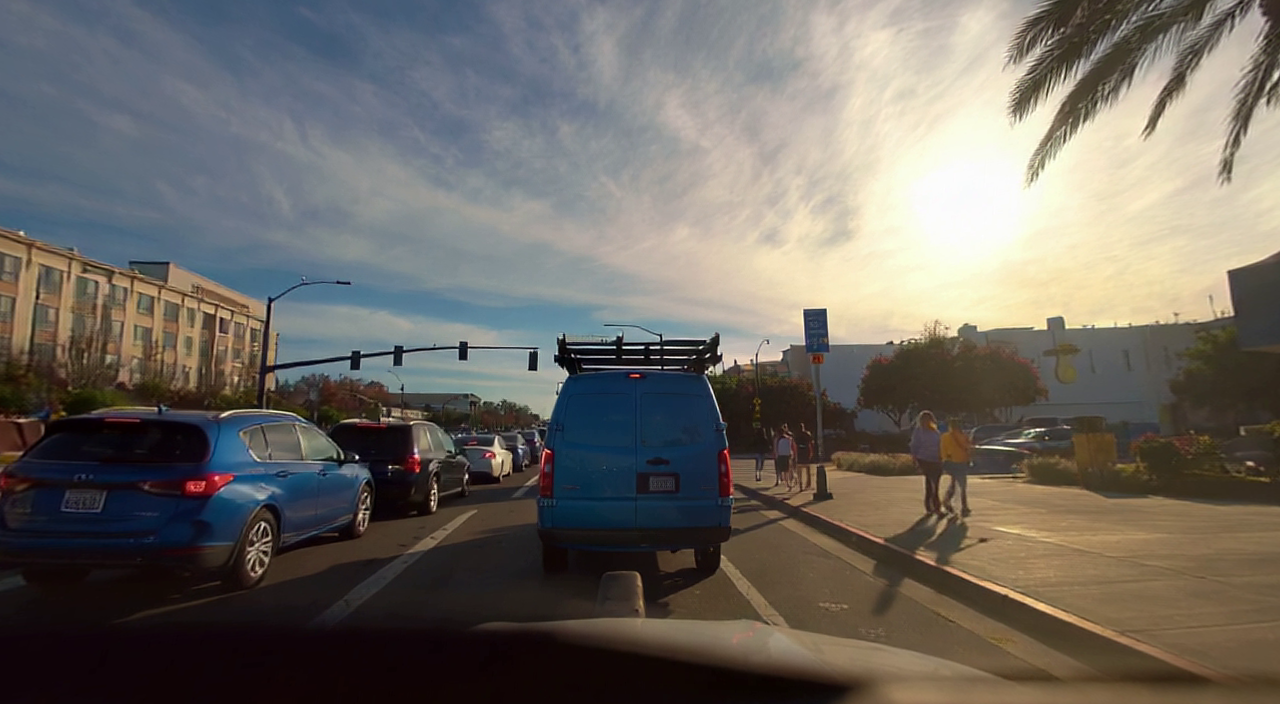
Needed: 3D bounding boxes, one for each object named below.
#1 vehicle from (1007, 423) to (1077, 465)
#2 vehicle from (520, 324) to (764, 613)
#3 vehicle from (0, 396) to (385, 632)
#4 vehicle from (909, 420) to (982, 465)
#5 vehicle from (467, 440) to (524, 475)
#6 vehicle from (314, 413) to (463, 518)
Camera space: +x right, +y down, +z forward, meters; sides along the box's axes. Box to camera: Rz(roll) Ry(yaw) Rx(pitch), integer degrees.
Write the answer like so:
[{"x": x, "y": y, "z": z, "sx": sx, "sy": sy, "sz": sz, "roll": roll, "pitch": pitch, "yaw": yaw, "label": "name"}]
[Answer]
[{"x": 15.786, "y": 3.616, "z": 24.713, "sx": 2.048, "sy": 1.475, "sz": 3.972, "roll": -6, "pitch": -10, "yaw": 34, "label": "vehicle"}, {"x": -0.201, "y": 1.214, "z": 7.162, "sx": 1.902, "sy": 2.238, "sz": 4.263, "roll": 1, "pitch": -9, "yaw": -6, "label": "vehicle"}, {"x": -4.399, "y": 1.468, "z": 6.671, "sx": 1.986, "sy": 1.643, "sz": 4.315, "roll": 1, "pitch": -9, "yaw": -6, "label": "vehicle"}, {"x": 12.643, "y": 3.755, "z": 26.044, "sx": 2.046, "sy": 1.675, "sz": 3.924, "roll": -6, "pitch": -10, "yaw": 33, "label": "vehicle"}, {"x": -6.842, "y": 4.886, "z": 29.561, "sx": 1.818, "sy": 1.479, "sz": 4.428, "roll": 4, "pitch": -9, "yaw": -22, "label": "vehicle"}, {"x": -5.210, "y": 2.413, "z": 13.887, "sx": 2.089, "sy": 1.854, "sz": 5.022, "roll": 2, "pitch": -9, "yaw": -11, "label": "vehicle"}]
